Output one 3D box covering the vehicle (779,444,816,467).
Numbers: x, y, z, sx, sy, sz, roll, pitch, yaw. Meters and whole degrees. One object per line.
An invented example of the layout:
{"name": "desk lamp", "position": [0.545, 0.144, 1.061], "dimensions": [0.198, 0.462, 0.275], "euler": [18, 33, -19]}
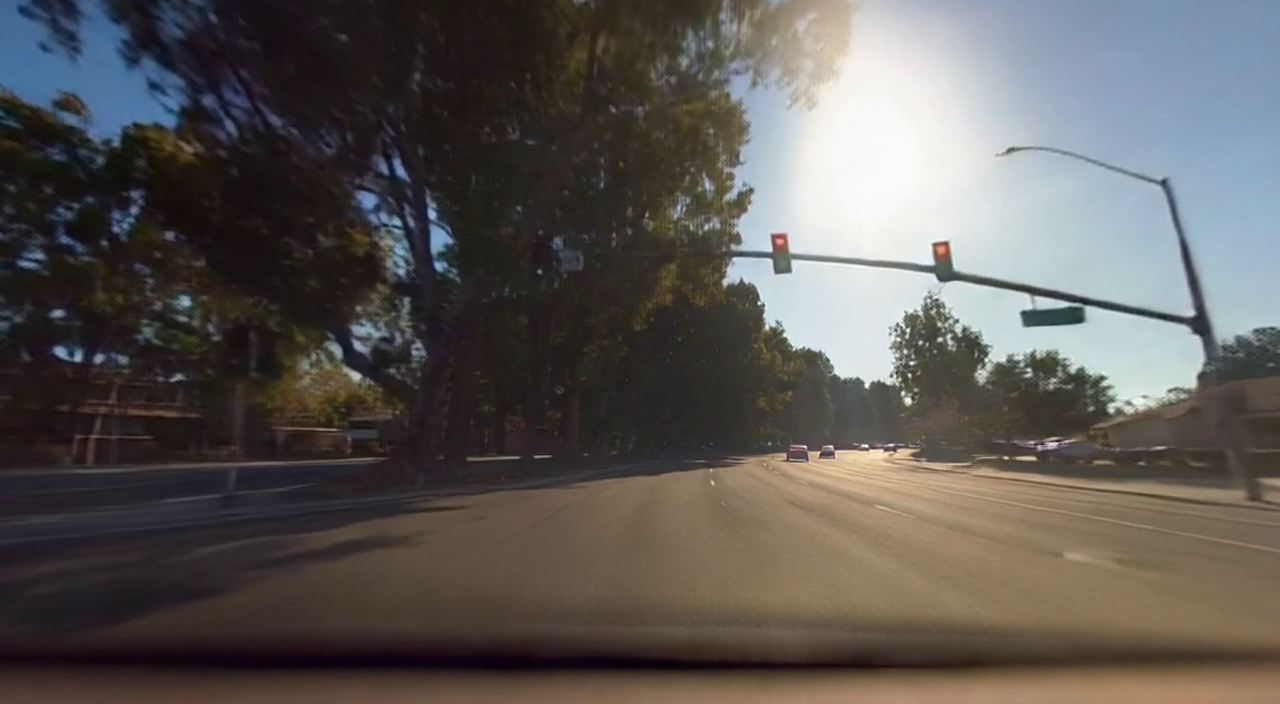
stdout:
{"name": "vehicle", "position": [10.798, 7.124, 43.555], "dimensions": [1.988, 1.460, 3.996], "euler": [-1, -9, 8]}
